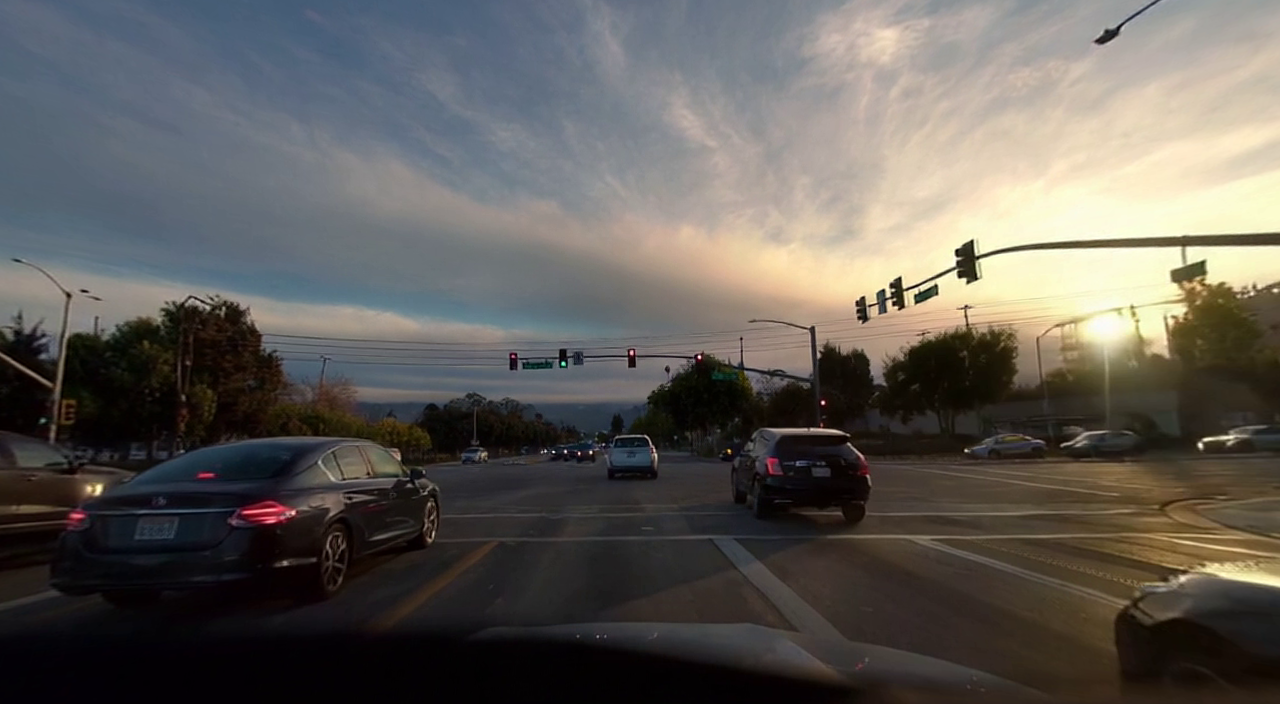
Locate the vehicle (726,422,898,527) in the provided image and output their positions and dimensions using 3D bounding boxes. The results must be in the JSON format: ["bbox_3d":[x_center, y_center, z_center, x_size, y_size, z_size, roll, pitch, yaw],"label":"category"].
[{"bbox_3d":[3.171,2.361,12.746,2.097,1.707,4.461,0,-8,-1],"label":"vehicle"}]

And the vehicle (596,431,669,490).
[{"bbox_3d":[-0.198,3.556,21.019,2.215,1.749,3.976,0,-8,1],"label":"vehicle"}]

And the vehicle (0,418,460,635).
[{"bbox_3d":[-3.539,1.540,6.643,1.941,1.492,4.399,0,-8,1],"label":"vehicle"}]

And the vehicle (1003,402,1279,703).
[{"bbox_3d":[3.147,0.814,1.510,1.960,1.460,4.233,0,-8,-1],"label":"vehicle"}]
